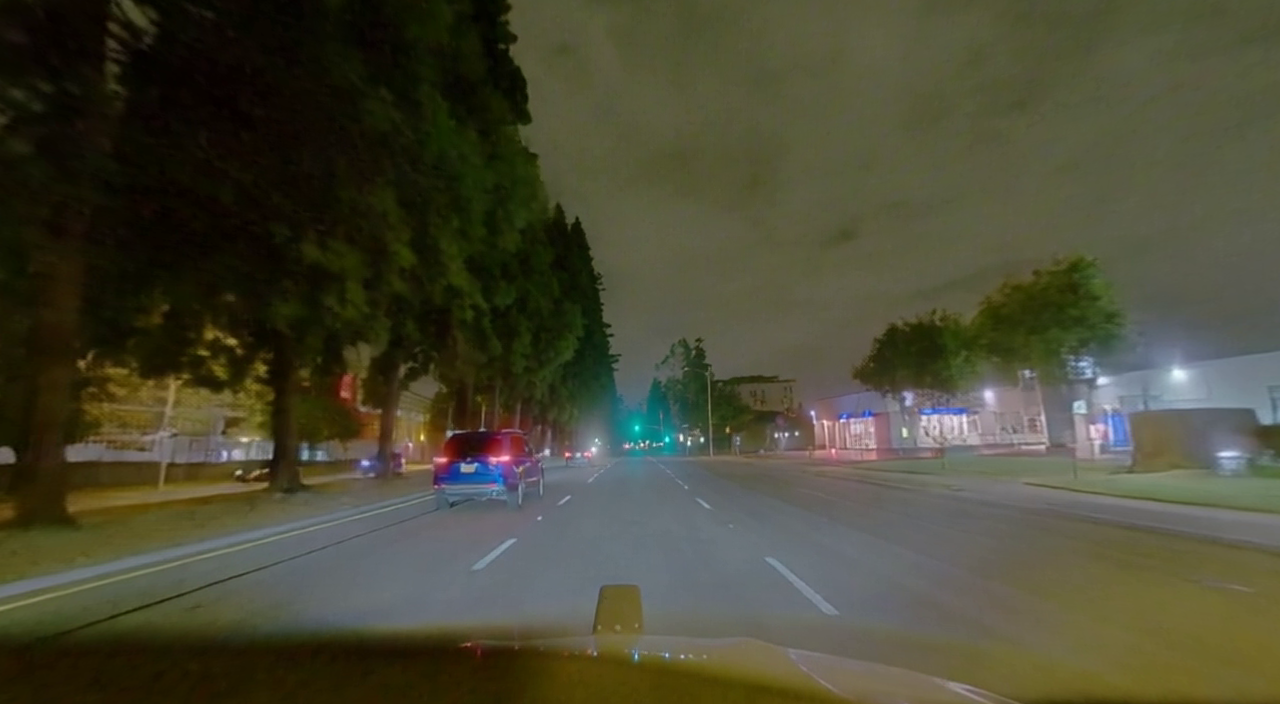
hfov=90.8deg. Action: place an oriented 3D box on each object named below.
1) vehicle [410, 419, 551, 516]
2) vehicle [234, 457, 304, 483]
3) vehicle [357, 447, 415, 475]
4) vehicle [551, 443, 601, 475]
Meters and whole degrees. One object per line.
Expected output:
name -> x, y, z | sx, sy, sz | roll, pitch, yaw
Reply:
vehicle -> -3.325, 2.504, 14.158 | 2.042, 1.817, 4.364 | 0, -8, -1
vehicle -> -22.993, 7.312, 39.351 | 1.906, 1.494, 3.966 | 0, -9, 0
vehicle -> -16.505, 7.071, 41.349 | 1.963, 1.712, 4.436 | 0, -8, 0
vehicle -> -3.118, 5.336, 31.700 | 2.069, 1.470, 4.601 | 0, -8, 0
